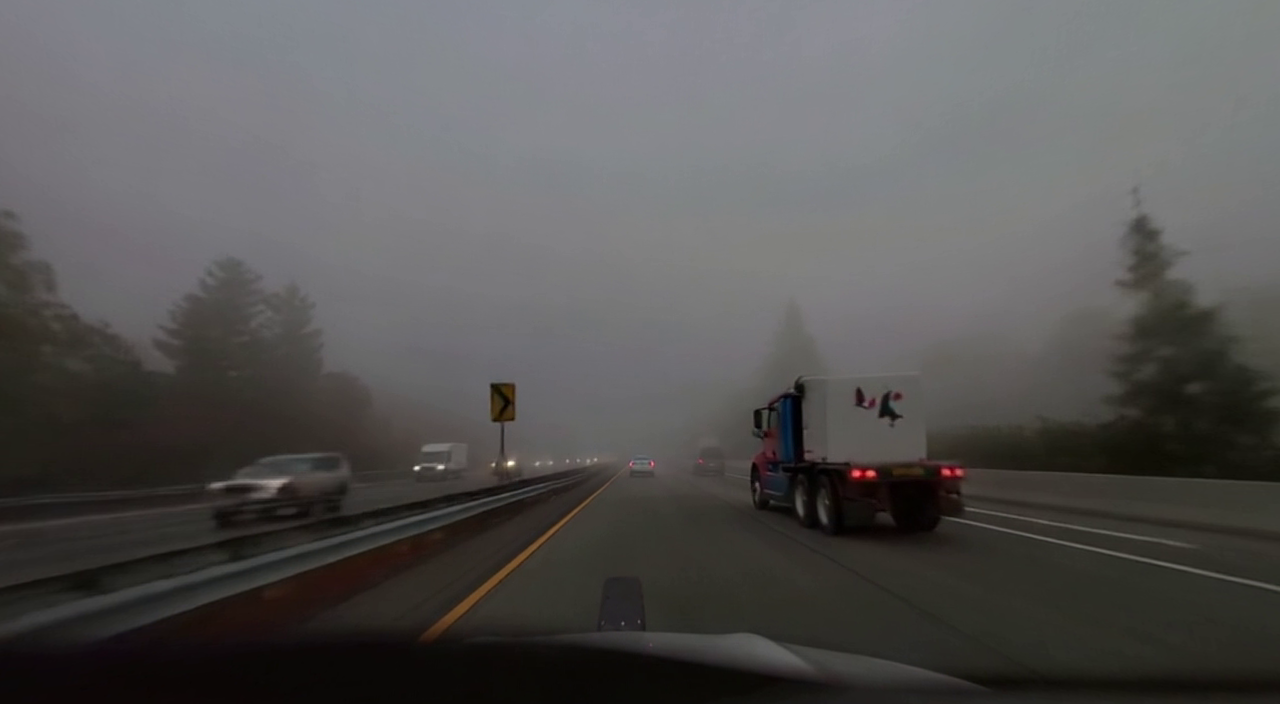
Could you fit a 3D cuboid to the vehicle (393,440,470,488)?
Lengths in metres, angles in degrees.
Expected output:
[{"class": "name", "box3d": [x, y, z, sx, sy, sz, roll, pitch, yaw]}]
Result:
[{"class": "vehicle", "box3d": [-12.918, 6.986, 39.612, 2.623, 2.723, 6.160, 0, -9, 0]}]

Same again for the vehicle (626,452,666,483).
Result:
[{"class": "vehicle", "box3d": [0.289, 5.947, 32.733, 1.939, 1.495, 3.612, 0, -9, 0]}]

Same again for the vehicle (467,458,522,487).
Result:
[{"class": "vehicle", "box3d": [-7.900, 6.554, 34.565, 1.965, 1.453, 4.364, 0, -9, 0]}]

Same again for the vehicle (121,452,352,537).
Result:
[{"class": "vehicle", "box3d": [-8.243, 2.898, 13.511, 2.012, 1.487, 4.378, 0, -9, 0]}]

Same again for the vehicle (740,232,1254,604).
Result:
[{"class": "vehicle", "box3d": [4.397, 1.513, 12.265, 2.885, 3.679, 12.102, 0, -9, 0]}]
